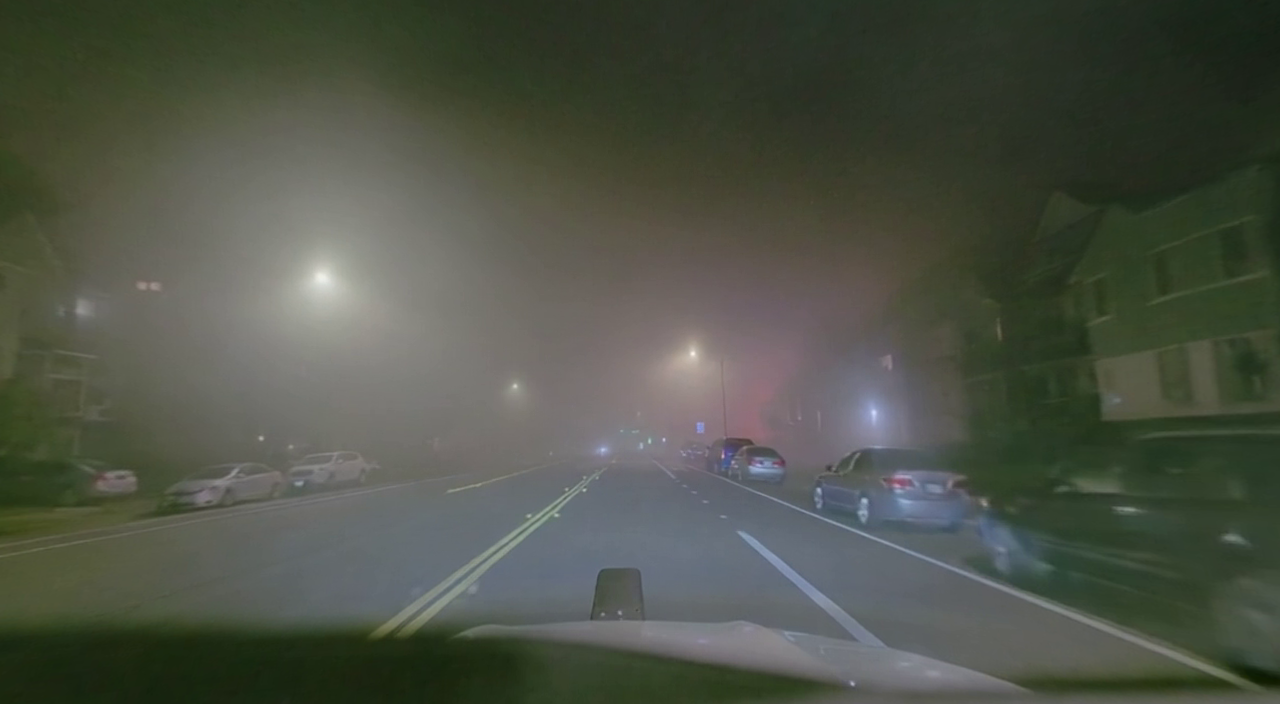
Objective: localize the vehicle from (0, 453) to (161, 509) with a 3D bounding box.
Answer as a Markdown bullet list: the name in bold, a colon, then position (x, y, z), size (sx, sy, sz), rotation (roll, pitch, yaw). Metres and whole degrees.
- **vehicle**: position (-17.380, 3.808, 18.811), size (4.661, 1.523, 1.841), rotation (0, -8, 0)

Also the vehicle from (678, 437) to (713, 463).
- **vehicle**: position (4.210, 7.584, 49.011), size (2.052, 1.859, 4.778), rotation (0, -8, -3)

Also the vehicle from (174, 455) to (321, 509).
- **vehicle**: position (-12.751, 4.205, 20.968), size (1.954, 1.491, 4.633), rotation (0, -8, -1)

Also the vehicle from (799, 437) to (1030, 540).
- **vehicle**: position (4.660, 2.363, 11.708), size (2.024, 1.491, 4.647), rotation (0, -8, -2)

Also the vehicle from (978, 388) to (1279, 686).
- **vehicle**: position (4.698, 1.205, 4.540), size (1.927, 1.718, 4.679), rotation (0, -8, 0)

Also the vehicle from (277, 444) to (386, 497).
- **vehicle**: position (-12.770, 4.887, 26.662), size (2.149, 1.865, 5.247), rotation (-3, -8, -2)

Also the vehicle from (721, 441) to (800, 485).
- **vehicle**: position (4.467, 4.186, 24.170), size (1.923, 1.493, 4.628), rotation (0, -8, -2)
